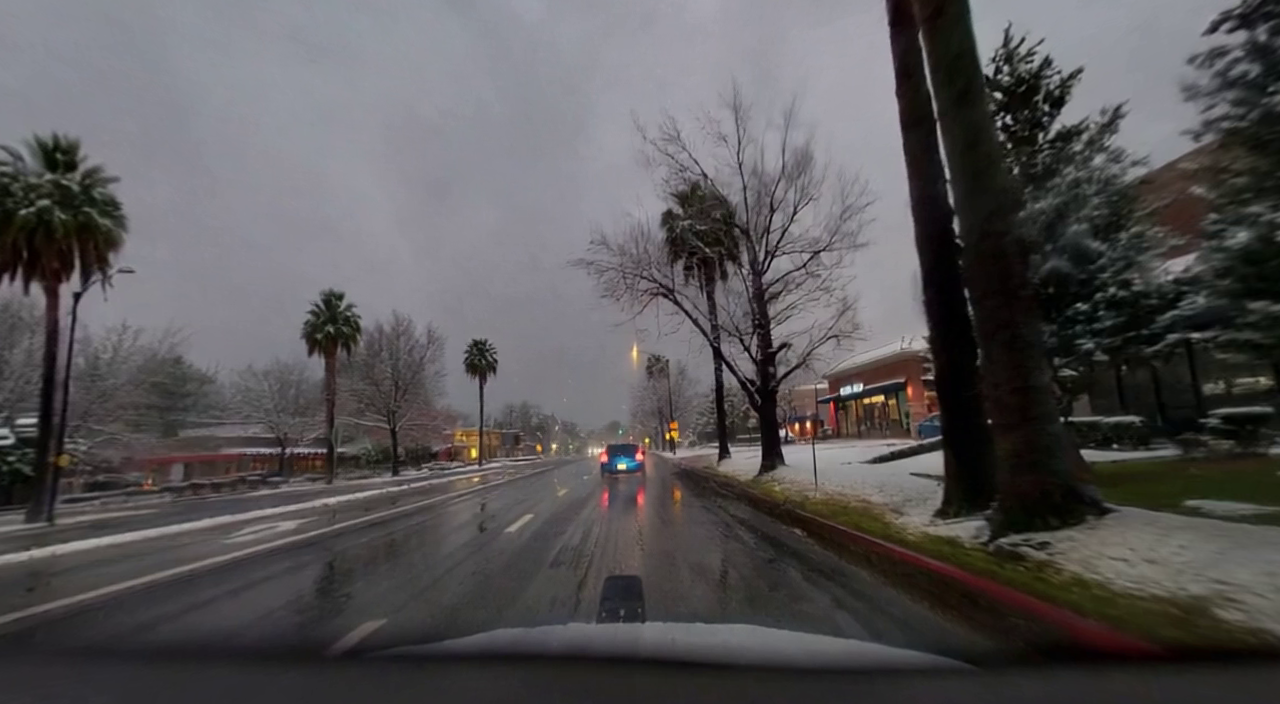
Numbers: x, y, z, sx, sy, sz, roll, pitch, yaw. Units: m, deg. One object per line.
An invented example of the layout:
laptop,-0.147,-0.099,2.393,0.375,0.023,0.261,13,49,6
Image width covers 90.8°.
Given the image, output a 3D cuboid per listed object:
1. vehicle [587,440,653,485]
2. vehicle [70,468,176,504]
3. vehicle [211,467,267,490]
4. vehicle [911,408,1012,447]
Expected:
vehicle,-0.688,3.959,23.009,2.156,1.462,4.495,0,-8,-1
vehicle,-30.247,7.822,37.206,2.092,1.719,4.868,0,-8,0
vehicle,-30.632,9.620,48.380,1.791,1.511,4.030,0,-8,-4
vehicle,13.346,3.233,26.542,1.827,1.497,4.468,0,-8,-1
